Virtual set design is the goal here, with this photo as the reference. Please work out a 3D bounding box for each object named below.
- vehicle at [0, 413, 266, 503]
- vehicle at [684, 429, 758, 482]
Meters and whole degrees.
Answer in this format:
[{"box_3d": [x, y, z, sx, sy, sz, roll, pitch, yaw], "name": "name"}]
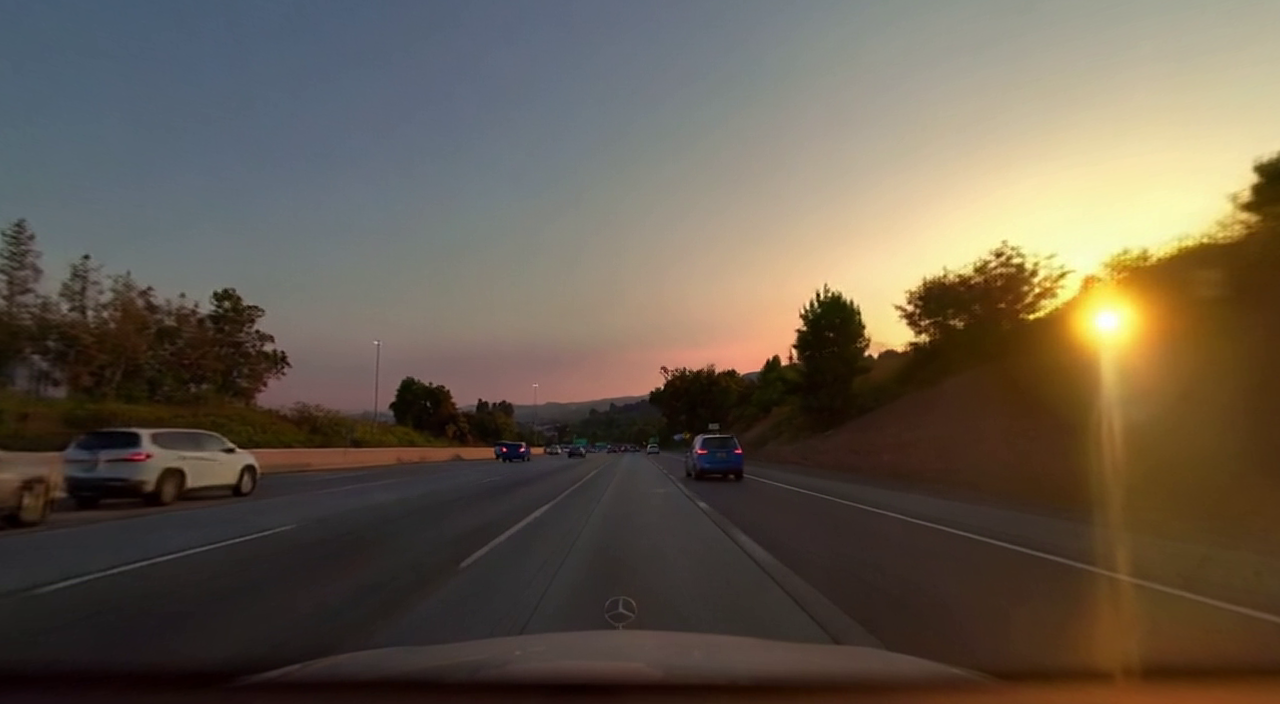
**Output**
[{"box_3d": [-14.882, 3.183, 19.349, 2.736, 2.262, 6.533, 0, -8, 0], "name": "vehicle"}, {"box_3d": [3.095, 4.124, 25.246, 2.184, 1.892, 4.763, 0, -8, -2], "name": "vehicle"}]
